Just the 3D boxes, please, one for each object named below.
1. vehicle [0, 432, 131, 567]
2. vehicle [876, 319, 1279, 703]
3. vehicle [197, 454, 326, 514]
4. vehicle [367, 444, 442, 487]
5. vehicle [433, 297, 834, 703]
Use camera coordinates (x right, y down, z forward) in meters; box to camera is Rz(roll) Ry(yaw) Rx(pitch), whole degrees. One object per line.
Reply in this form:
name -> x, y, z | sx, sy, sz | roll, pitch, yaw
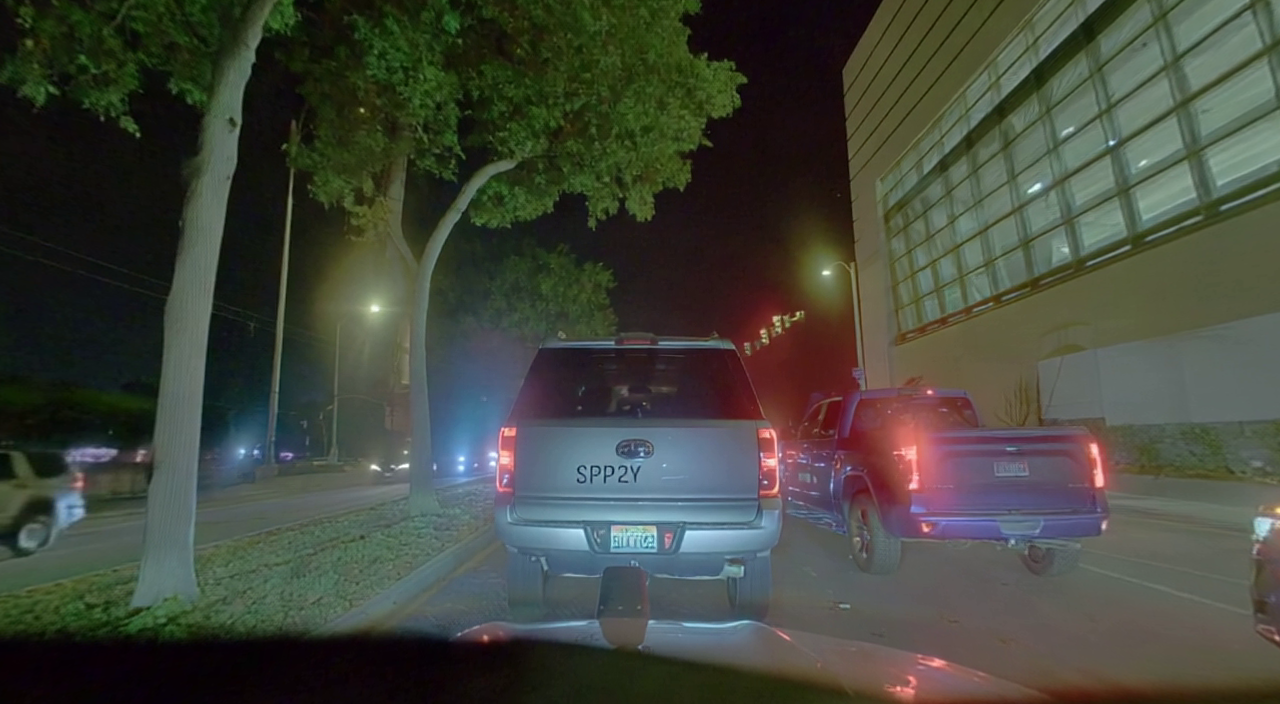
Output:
vehicle -> -10.959, 2.253, 9.248 | 2.362, 2.052, 6.109 | -2, -8, -6
vehicle -> 3.084, 0.985, 3.486 | 2.022, 1.700, 4.410 | 0, -8, 3
vehicle -> -16.113, 5.577, 27.224 | 2.637, 2.293, 4.494 | 0, -8, 1
vehicle -> -12.364, 5.967, 33.472 | 2.111, 1.917, 4.758 | -5, -9, 1
vehicle -> 0.017, 1.161, 5.887 | 2.267, 2.372, 4.366 | 0, -8, 2
